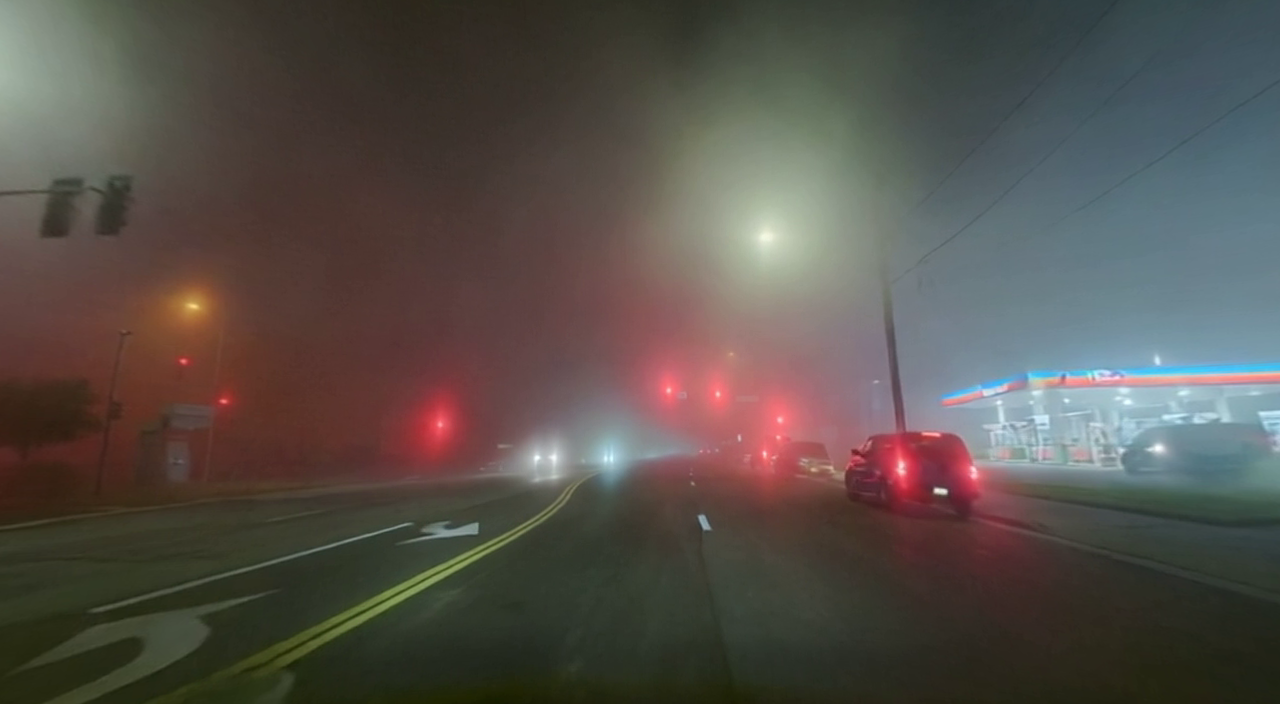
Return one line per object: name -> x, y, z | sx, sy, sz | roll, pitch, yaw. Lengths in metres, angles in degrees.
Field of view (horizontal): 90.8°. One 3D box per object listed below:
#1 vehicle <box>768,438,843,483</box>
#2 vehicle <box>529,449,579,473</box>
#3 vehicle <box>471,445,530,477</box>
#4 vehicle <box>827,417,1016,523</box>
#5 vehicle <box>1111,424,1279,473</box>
vehicle -> 6.812, 4.526, 26.667 | 1.995, 1.720, 5.067 | 0, -9, 2
vehicle -> -5.901, 7.554, 44.030 | 2.007, 1.606, 4.764 | -2, -9, 11
vehicle -> -9.420, 7.384, 43.141 | 2.214, 1.994, 5.721 | -1, -9, 5
vehicle -> 5.832, 2.513, 13.990 | 2.194, 1.896, 5.049 | -1, -9, 5
vehicle -> 18.922, 3.234, 21.185 | 4.421, 1.548, 2.061 | -1, -9, 6
